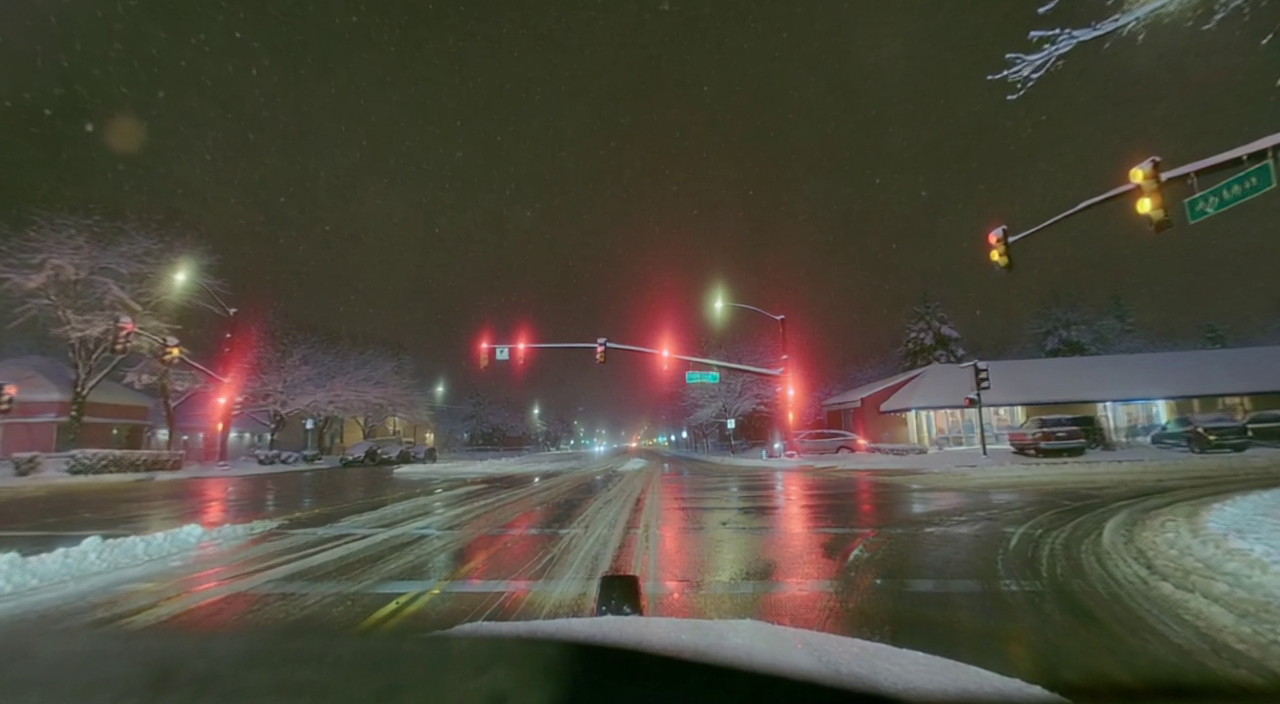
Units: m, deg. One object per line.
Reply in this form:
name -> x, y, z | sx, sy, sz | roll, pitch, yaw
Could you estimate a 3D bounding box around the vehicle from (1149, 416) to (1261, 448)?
vehicle -> 28.271, 4.075, 31.724 | 1.799, 1.459, 4.266 | 0, -8, 3
